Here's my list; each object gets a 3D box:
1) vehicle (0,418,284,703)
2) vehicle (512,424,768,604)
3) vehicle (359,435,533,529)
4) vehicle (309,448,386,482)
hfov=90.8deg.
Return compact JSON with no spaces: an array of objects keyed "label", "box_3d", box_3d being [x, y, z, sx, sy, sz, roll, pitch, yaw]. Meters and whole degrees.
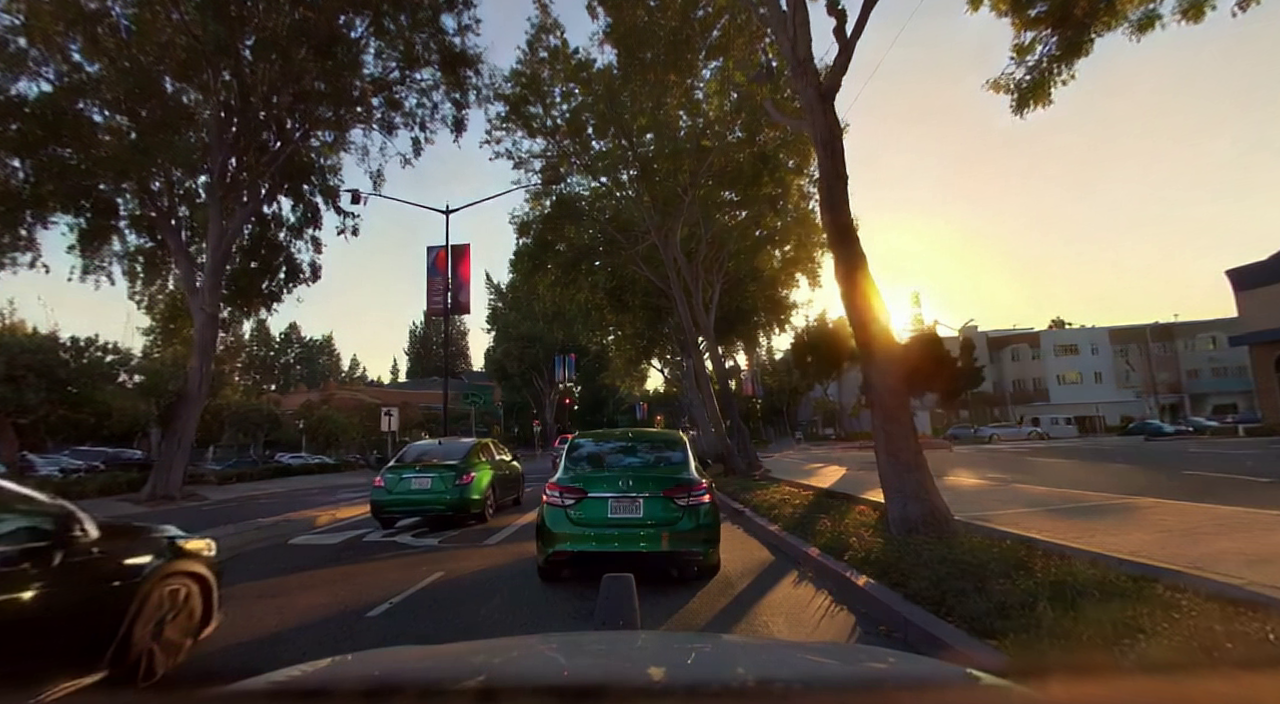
[{"label":"vehicle","box_3d":[-3.330,0.901,1.864,1.952,1.431,4.383,0,-8,1]},{"label":"vehicle","box_3d":[-0.054,1.640,7.304,2.126,1.475,3.967,0,-8,-2]},{"label":"vehicle","box_3d":[-3.484,2.413,12.392,1.961,1.487,4.453,0,-8,1]},{"label":"vehicle","box_3d":[-16.324,6.310,35.555,2.221,1.732,4.426,0,-8,-1]}]
